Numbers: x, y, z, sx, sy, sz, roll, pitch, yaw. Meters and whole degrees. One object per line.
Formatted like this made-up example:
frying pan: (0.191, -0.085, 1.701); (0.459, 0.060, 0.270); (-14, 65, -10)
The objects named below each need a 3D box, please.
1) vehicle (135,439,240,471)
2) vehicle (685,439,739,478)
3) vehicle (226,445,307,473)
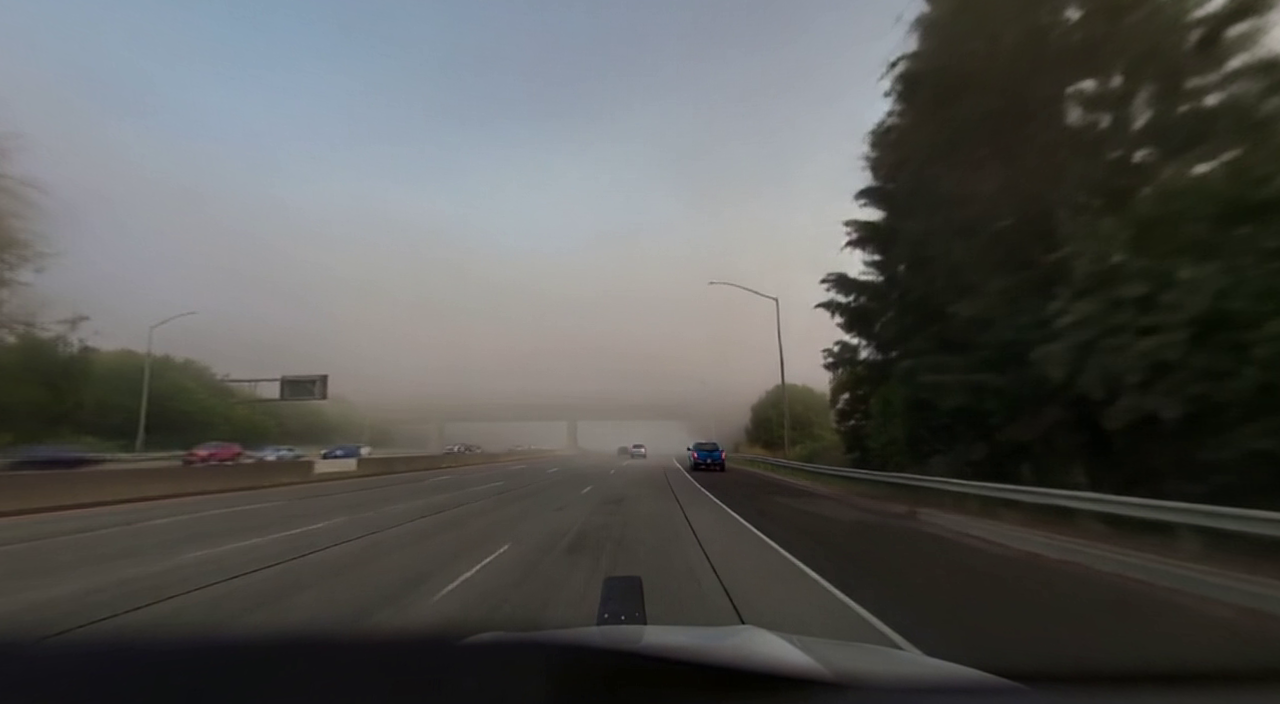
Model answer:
vehicle: (-24.047, 5.468, 33.798); (2.051, 1.570, 4.705); (0, -8, 1)
vehicle: (3.251, 4.920, 29.434); (2.010, 1.637, 4.940); (0, -8, 1)
vehicle: (-20.704, 5.945, 35.207); (1.943, 1.428, 4.122); (0, -8, 1)
